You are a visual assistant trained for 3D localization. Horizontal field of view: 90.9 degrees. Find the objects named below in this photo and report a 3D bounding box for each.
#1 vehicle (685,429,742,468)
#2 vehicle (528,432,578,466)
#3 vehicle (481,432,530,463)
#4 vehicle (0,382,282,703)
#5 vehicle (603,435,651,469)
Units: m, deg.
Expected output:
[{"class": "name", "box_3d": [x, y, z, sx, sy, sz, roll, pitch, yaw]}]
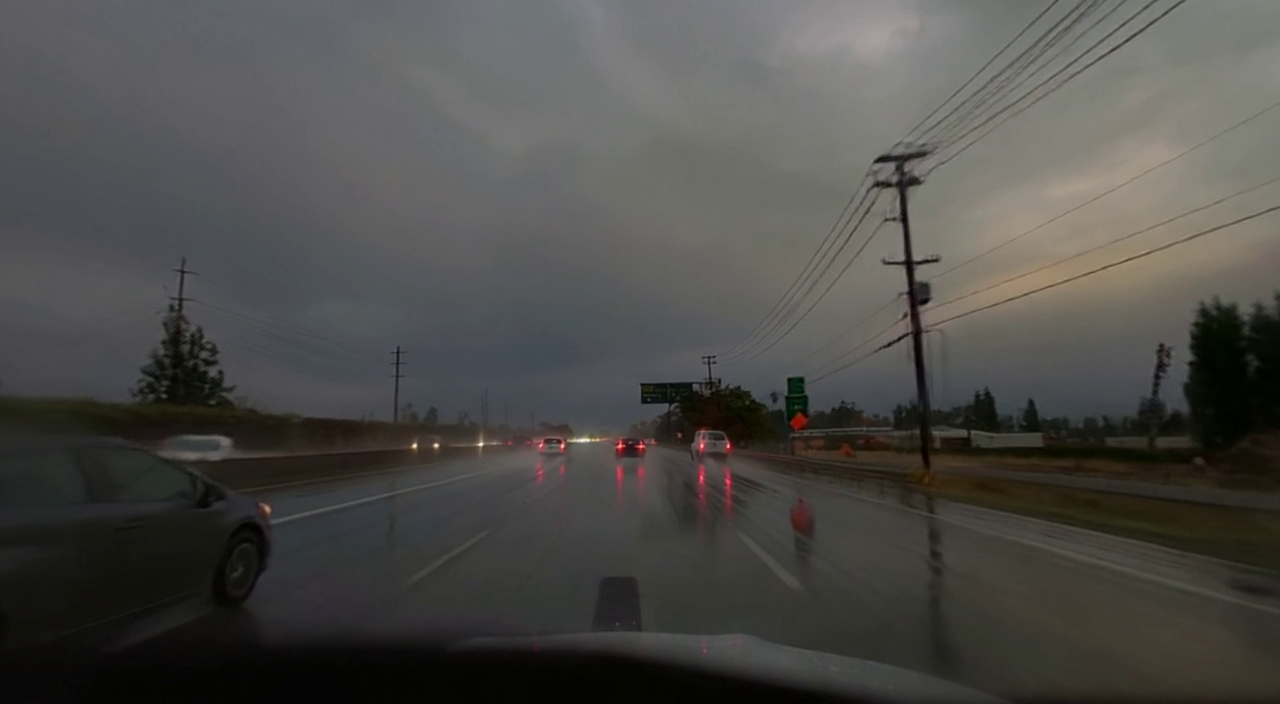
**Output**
[{"class": "vehicle", "box_3d": [3.351, 4.508, 29.739, 1.950, 1.695, 4.446, 0, -8, -3]}, {"class": "vehicle", "box_3d": [-4.390, 4.940, 32.451, 1.901, 1.601, 4.610, 0, -8, 0]}, {"class": "vehicle", "box_3d": [-7.842, 5.584, 37.203, 1.980, 1.678, 4.255, 0, -8, 0]}, {"class": "vehicle", "box_3d": [-4.185, 1.005, 3.469, 2.004, 1.607, 4.161, 0, -8, -1]}, {"class": "vehicle", "box_3d": [-0.635, 4.584, 29.152, 2.086, 1.488, 3.440, 0, -8, -2]}]
